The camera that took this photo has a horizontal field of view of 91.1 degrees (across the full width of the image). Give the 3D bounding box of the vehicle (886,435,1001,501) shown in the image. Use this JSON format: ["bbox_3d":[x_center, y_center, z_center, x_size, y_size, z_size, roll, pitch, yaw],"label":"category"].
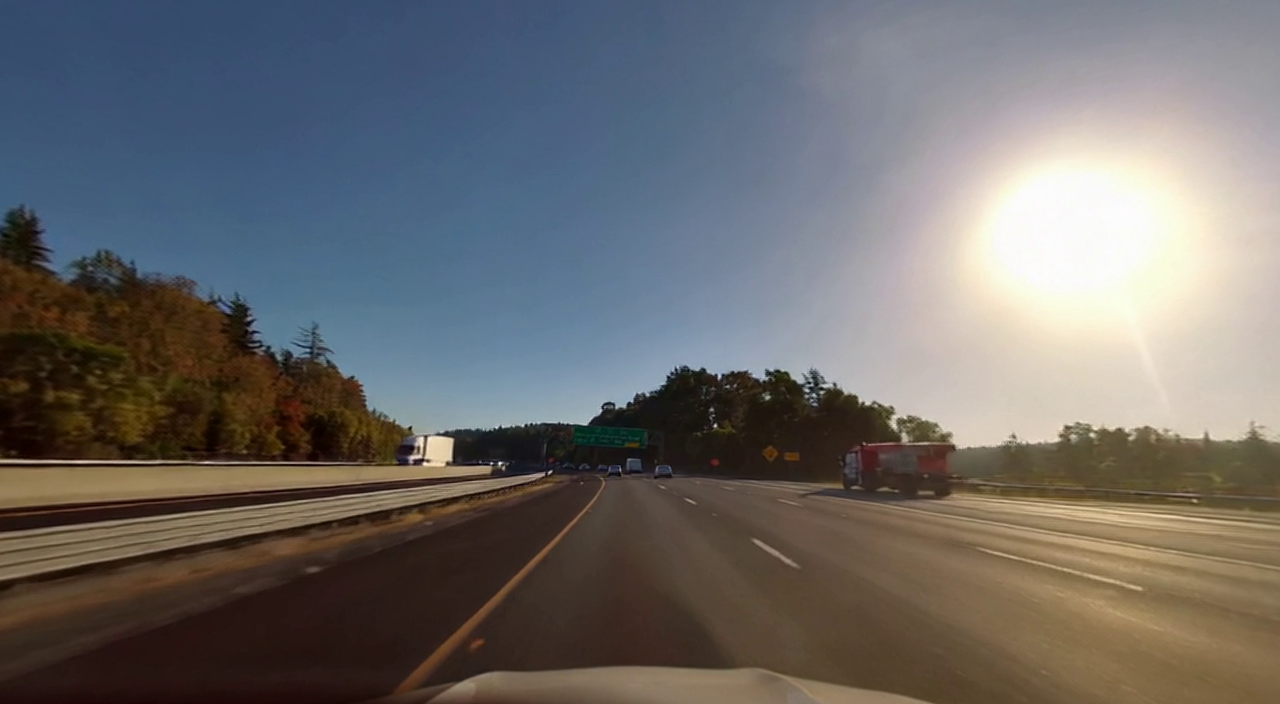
[{"bbox_3d":[16.558,6.387,34.861,2.827,3.120,6.502,4,-10,-3],"label":"vehicle"}]

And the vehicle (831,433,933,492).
[{"bbox_3d":[16.005,7.504,42.520,2.902,3.371,8.875,4,-11,-4],"label":"vehicle"}]

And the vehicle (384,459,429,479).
[{"bbox_3d":[-17.846,8.972,48.251,1.946,1.475,4.594,1,-10,-4],"label":"vehicle"}]
